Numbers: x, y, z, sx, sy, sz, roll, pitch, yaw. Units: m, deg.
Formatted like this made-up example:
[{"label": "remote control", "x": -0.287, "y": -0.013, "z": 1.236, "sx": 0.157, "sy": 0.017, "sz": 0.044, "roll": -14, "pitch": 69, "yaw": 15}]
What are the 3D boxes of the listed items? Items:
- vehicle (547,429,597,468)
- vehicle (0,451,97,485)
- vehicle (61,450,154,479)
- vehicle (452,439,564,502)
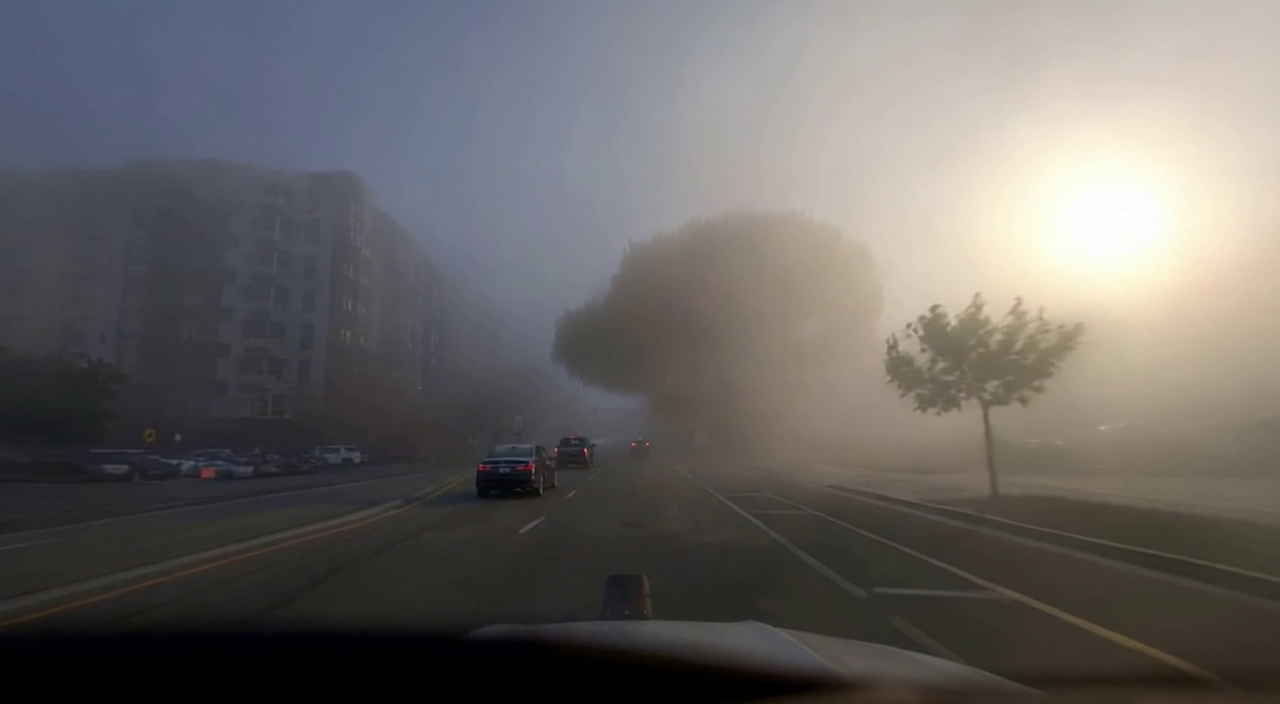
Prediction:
[{"label": "vehicle", "x": -3.586, "y": 5.243, "z": 34.279, "sx": 2.152, "sy": 1.987, "sz": 4.527, "roll": 0, "pitch": -9, "yaw": 1}, {"label": "vehicle", "x": -37.044, "y": 7.075, "z": 38.637, "sx": 5.538, "sy": 1.947, "sz": 2.165, "roll": -1, "pitch": -9, "yaw": 4}, {"label": "vehicle", "x": -37.148, "y": 7.834, "z": 44.061, "sx": 4.402, "sy": 1.868, "sz": 2.071, "roll": 0, "pitch": -9, "yaw": -4}, {"label": "vehicle", "x": -3.261, "y": 3.027, "z": 16.508, "sx": 1.959, "sy": 1.406, "sz": 4.272, "roll": 0, "pitch": -9, "yaw": 0}]
